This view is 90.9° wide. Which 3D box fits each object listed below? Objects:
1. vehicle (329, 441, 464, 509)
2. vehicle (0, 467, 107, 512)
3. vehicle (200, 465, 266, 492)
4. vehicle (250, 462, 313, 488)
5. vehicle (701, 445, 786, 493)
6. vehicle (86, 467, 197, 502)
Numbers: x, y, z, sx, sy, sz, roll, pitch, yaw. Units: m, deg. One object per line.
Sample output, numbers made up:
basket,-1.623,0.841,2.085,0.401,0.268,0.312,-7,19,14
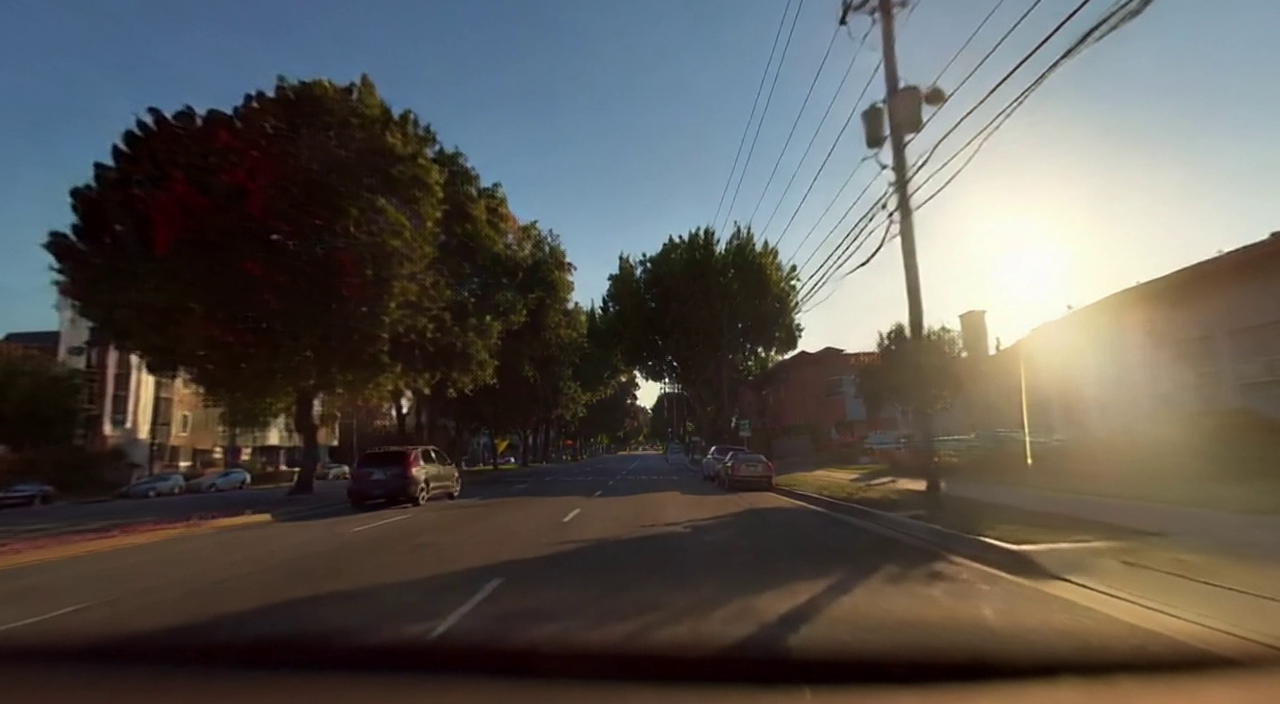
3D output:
vehicle,-6.699,3.388,17.980,2.000,1.671,4.497,0,-8,1
vehicle,-25.683,5.708,26.500,1.912,1.538,5.264,0,-8,1
vehicle,-25.617,7.956,39.848,1.706,1.435,3.899,0,-8,-2
vehicle,-25.559,8.753,45.117,1.926,1.557,4.385,0,-8,-1
vehicle,3.559,4.105,22.623,2.259,1.500,4.474,0,-8,0
vehicle,-25.633,6.805,32.669,1.883,1.451,4.676,0,-8,1
